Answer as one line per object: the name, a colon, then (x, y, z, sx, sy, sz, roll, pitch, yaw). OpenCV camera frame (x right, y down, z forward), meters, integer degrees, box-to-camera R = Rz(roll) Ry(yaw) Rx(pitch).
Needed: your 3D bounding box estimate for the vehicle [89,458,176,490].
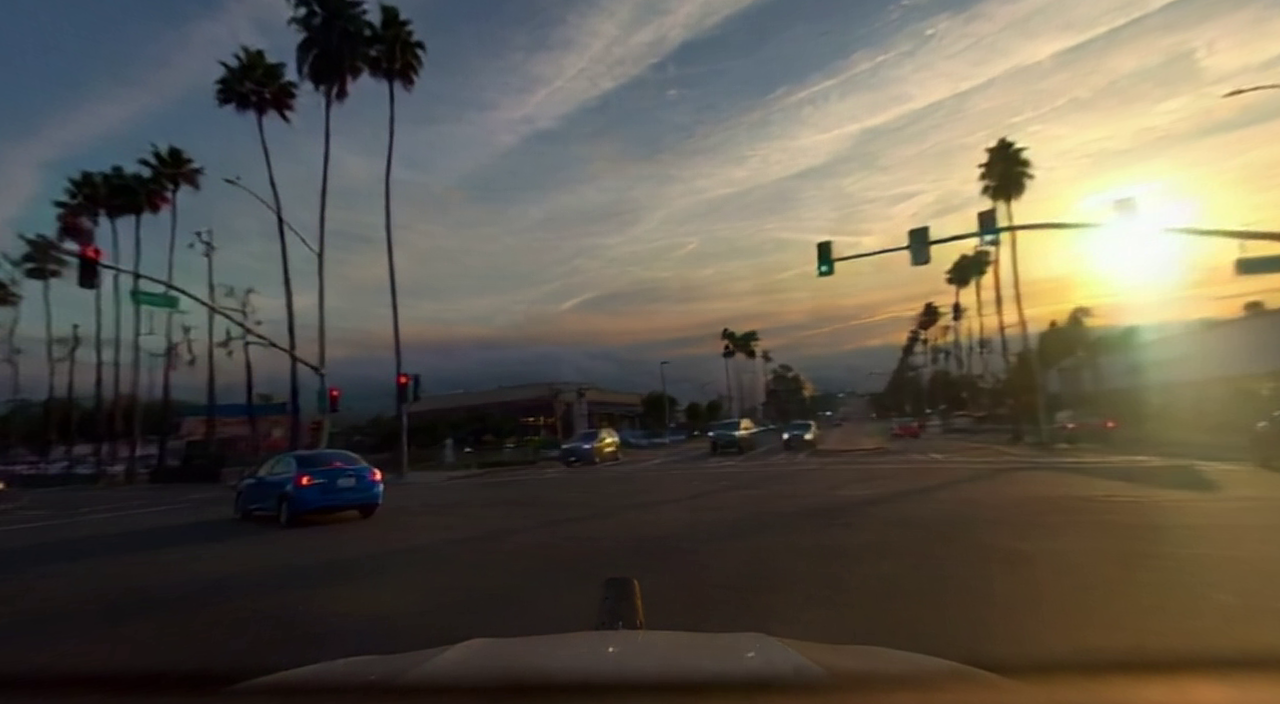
vehicle: (-35.824, 8.616, 44.683, 1.952, 1.817, 4.332, -6, -8, 23)

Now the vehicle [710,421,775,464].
vehicle: (4.578, 3.969, 27.707, 2.187, 1.740, 4.022, -3, -9, 17)

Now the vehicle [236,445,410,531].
vehicle: (-6.776, 2.714, 13.297, 2.089, 1.471, 4.206, 7, -11, -42)

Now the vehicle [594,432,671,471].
vehicle: (-0.213, 4.225, 26.968, 2.041, 1.498, 4.348, -3, -9, 17)

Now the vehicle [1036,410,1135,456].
vehicle: (19.901, 3.695, 28.492, 2.059, 1.859, 4.690, -2, -9, 16)

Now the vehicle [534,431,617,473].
vehicle: (-2.817, 4.483, 28.576, 2.090, 1.593, 4.176, -5, -7, 18)

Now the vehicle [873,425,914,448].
vehicle: (16.996, 5.697, 42.559, 1.977, 1.449, 4.254, -2, -9, 14)

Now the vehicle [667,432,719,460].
vehicle: (3.084, 5.322, 35.903, 1.973, 1.474, 4.495, -3, -9, 17)

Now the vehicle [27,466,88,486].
vehicle: (-45.706, 9.712, 49.564, 3.752, 1.419, 1.664, -2, -9, 15)

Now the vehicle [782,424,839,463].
vehicle: (7.309, 3.852, 26.808, 2.041, 1.473, 4.221, -3, -8, 18)
